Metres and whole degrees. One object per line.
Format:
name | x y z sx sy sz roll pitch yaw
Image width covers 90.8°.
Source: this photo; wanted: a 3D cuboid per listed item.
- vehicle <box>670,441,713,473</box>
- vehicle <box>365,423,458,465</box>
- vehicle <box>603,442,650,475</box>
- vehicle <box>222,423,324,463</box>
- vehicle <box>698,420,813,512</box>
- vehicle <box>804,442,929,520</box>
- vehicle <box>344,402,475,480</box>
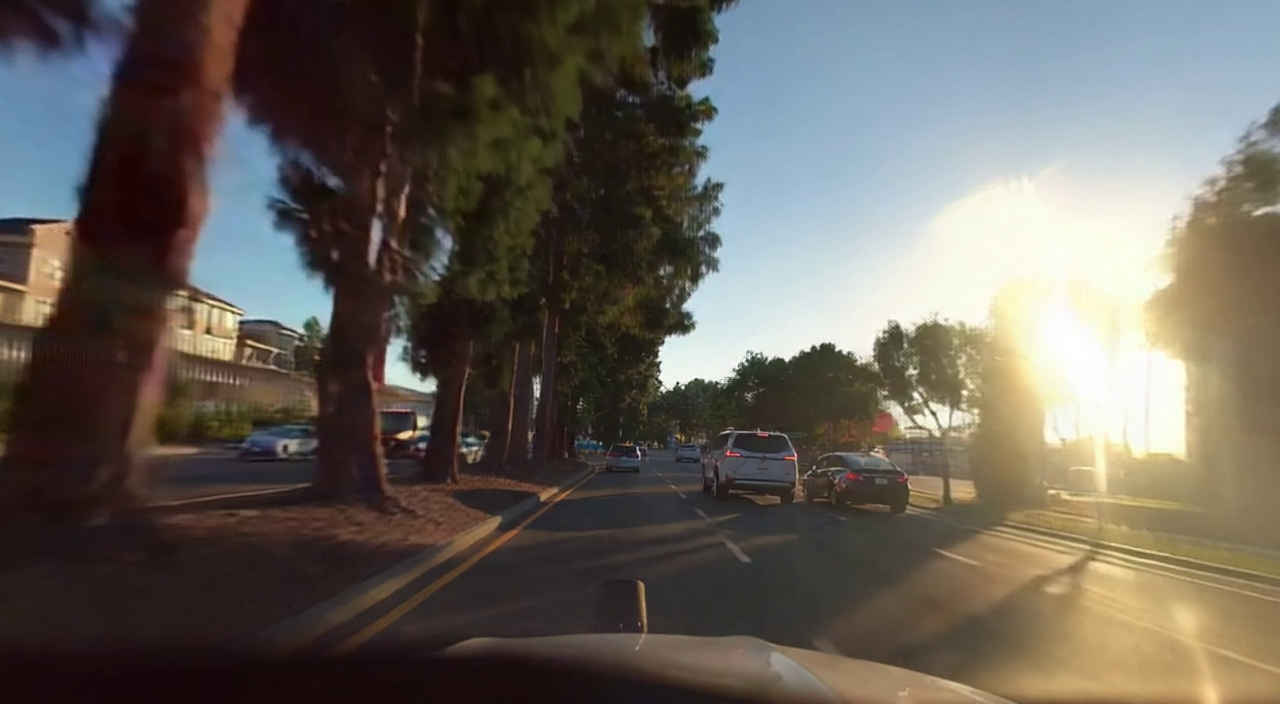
vehicle | 2.796 5.845 35.374 1.922 1.708 4.126 0 -9 -2
vehicle | -8.906 3.652 25.090 1.981 1.514 4.323 0 -8 1
vehicle | -0.624 5.147 30.764 2.119 1.460 3.847 0 -9 0
vehicle | -15.669 3.901 27.257 1.770 1.461 4.336 4 -8 0
vehicle | 2.814 2.875 16.334 2.035 1.940 4.299 3 -9 -1
vehicle | 6.270 3.565 18.010 1.913 1.777 4.269 5 -9 -1
vehicle | -11.581 4.360 33.181 2.947 3.206 10.111 0 -3 1
